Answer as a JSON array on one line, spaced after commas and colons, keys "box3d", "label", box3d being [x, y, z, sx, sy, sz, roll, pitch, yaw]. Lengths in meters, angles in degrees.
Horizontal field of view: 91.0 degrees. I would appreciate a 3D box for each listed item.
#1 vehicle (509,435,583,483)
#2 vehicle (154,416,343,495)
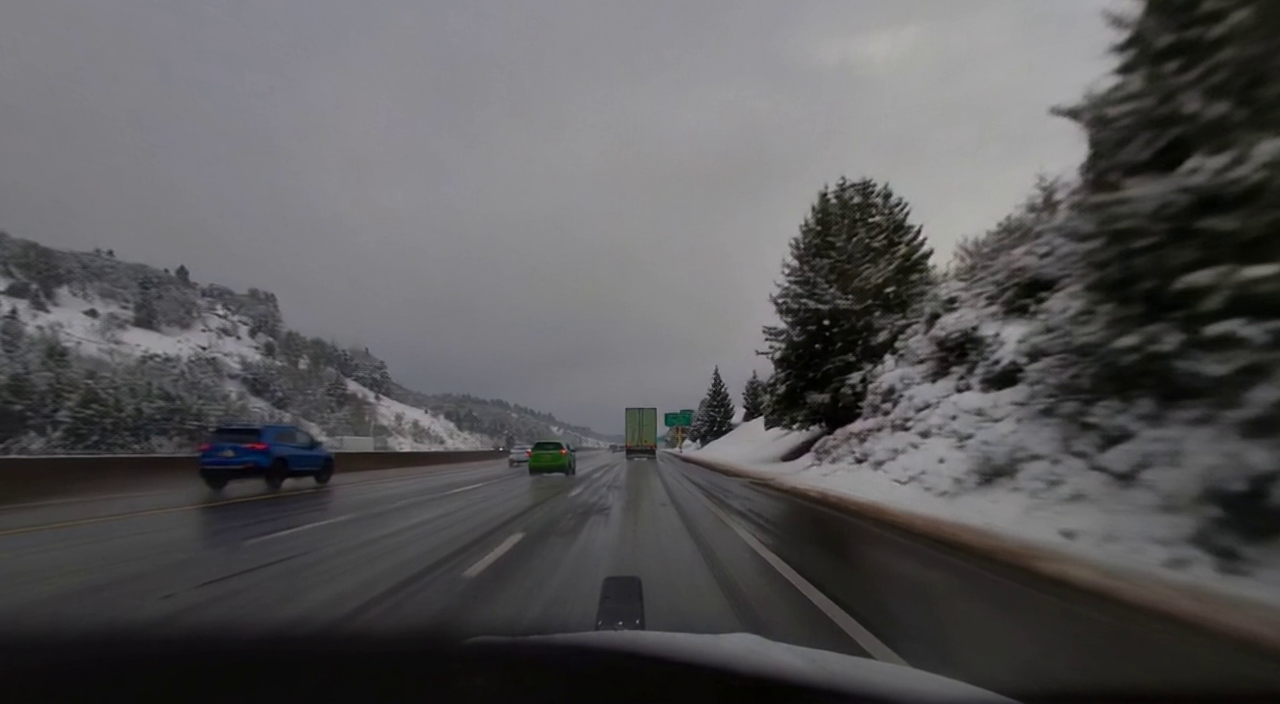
[{"box3d": [-3.721, 4.334, 25.839, 2.194, 1.725, 4.698, 1, -9, 1], "label": "vehicle"}, {"box3d": [-10.882, 2.945, 18.124, 2.111, 1.906, 5.028, 1, -9, 1], "label": "vehicle"}]
